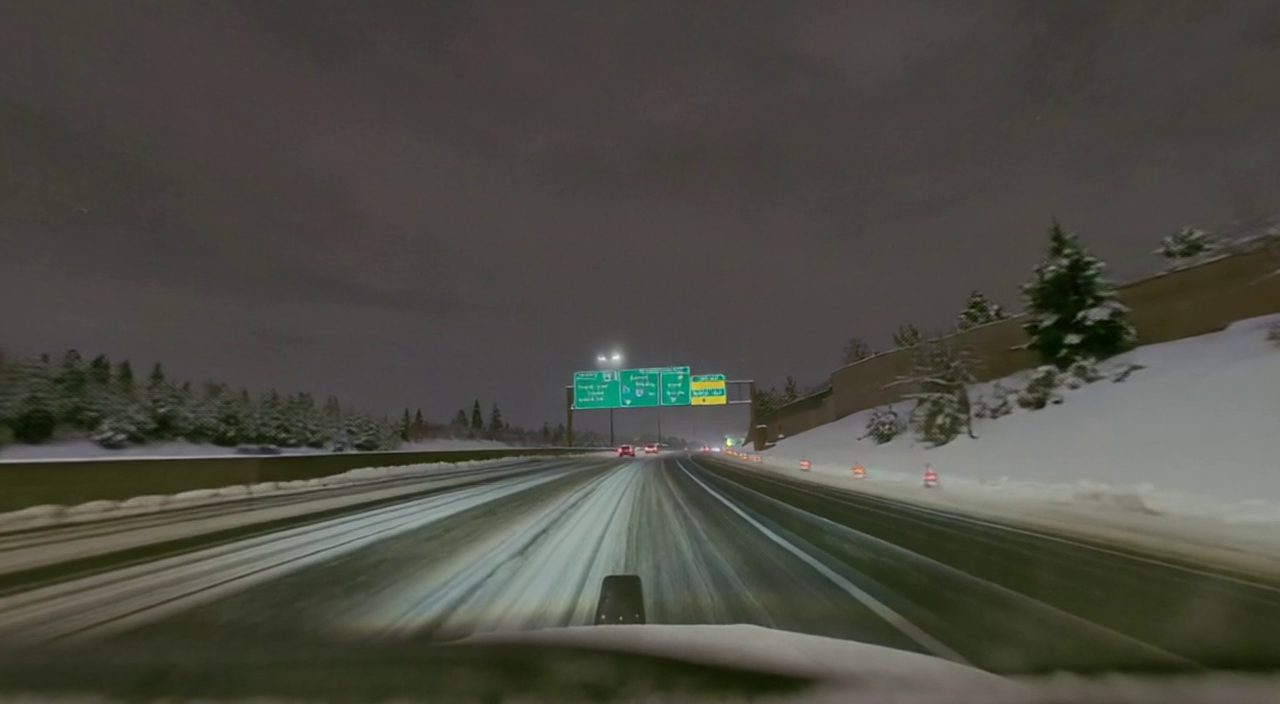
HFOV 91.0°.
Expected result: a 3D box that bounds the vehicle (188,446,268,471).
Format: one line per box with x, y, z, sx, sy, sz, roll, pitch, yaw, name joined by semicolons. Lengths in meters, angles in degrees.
-25.742;6.665;39.579;1.879;1.508;4.482;0;-9;2;vehicle
